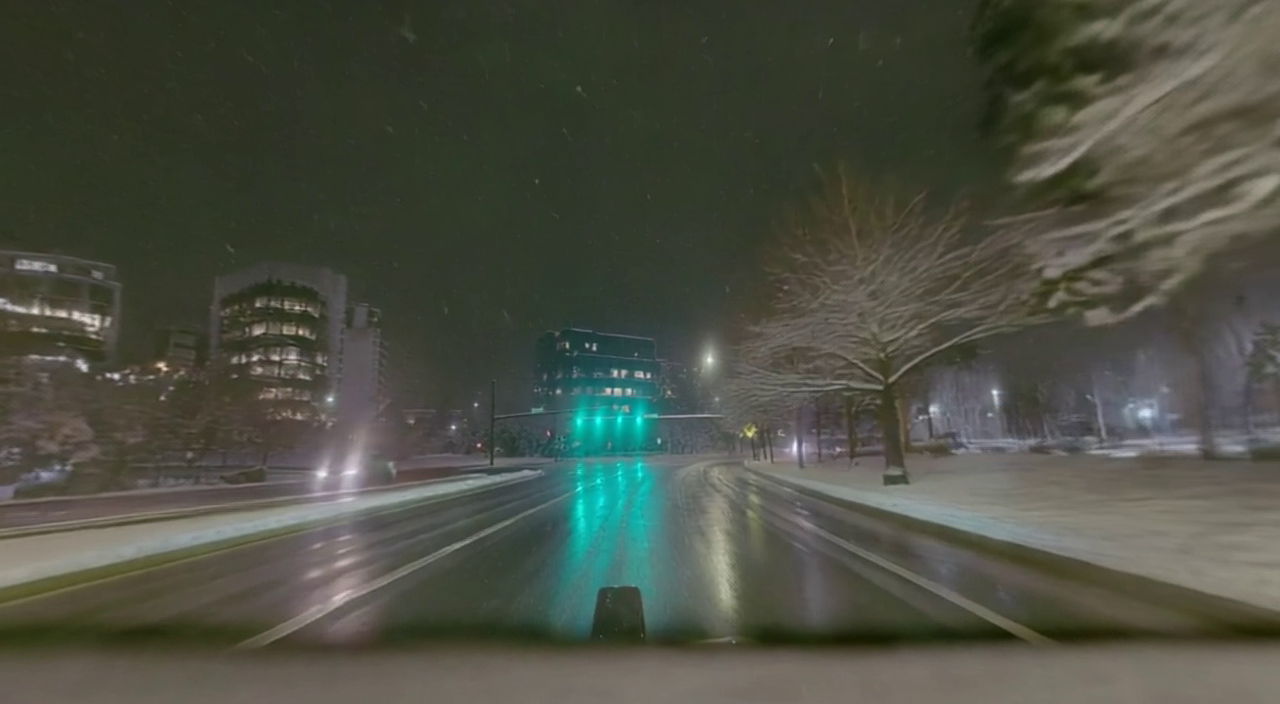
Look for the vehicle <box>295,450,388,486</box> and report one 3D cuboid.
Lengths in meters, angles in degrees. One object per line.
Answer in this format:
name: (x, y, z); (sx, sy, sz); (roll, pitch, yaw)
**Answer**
vehicle: (-14.028, 5.461, 30.013); (1.842, 1.529, 4.356); (-2, -9, 8)
